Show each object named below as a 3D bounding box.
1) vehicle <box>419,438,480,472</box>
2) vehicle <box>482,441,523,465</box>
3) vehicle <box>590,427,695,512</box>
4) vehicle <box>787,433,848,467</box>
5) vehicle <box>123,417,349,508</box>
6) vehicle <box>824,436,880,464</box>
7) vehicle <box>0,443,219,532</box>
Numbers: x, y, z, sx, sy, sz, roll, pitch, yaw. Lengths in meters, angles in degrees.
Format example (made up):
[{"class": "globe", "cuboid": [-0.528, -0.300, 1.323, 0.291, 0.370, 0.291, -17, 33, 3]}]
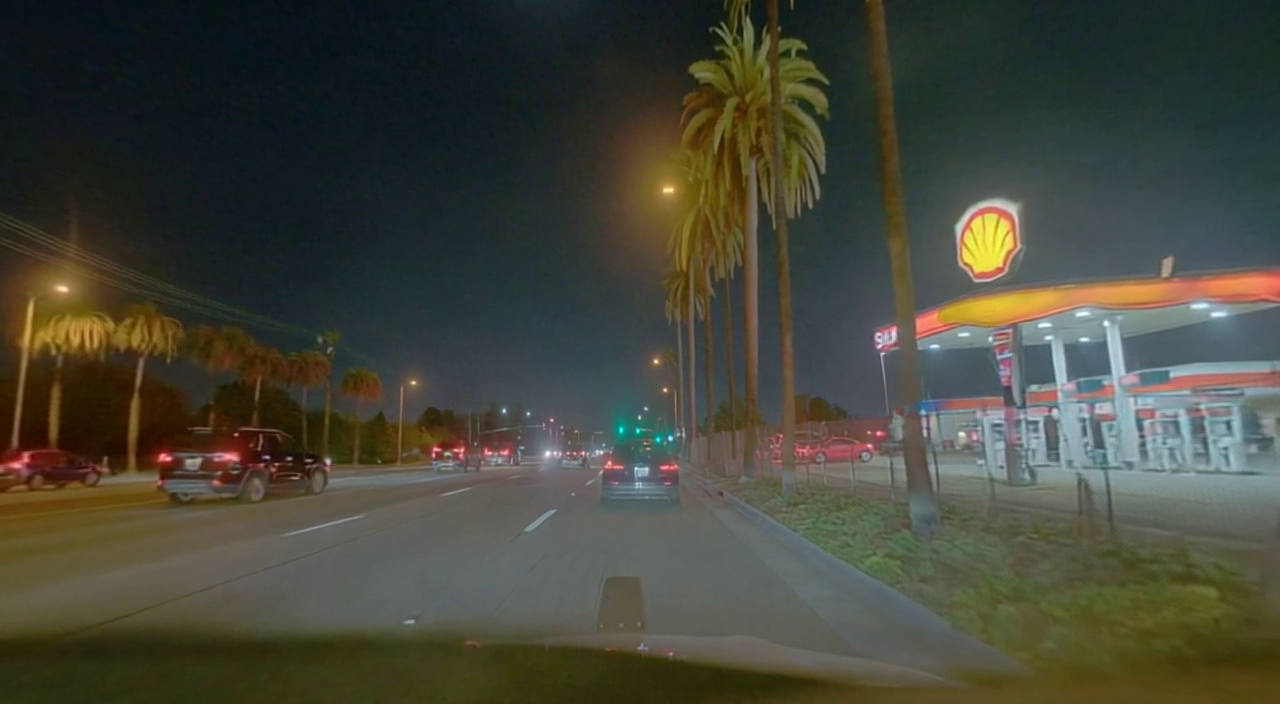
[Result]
[{"class": "vehicle", "cuboid": [-10.579, 5.746, 35.190, 1.965, 1.743, 4.327, 0, -9, 1]}, {"class": "vehicle", "cuboid": [-10.475, 7.752, 48.181, 1.998, 1.731, 4.952, 0, -9, 0]}, {"class": "vehicle", "cuboid": [0.076, 2.680, 14.719, 2.121, 1.710, 3.893, 0, -9, 1]}, {"class": "vehicle", "cuboid": [8.240, 4.497, 28.931, 1.837, 1.416, 3.947, -4, -10, 27]}, {"class": "vehicle", "cuboid": [-9.990, 2.793, 16.295, 2.269, 1.934, 5.350, 0, -9, 0]}, {"class": "vehicle", "cuboid": [12.049, 5.565, 35.885, 1.681, 1.503, 3.781, 0, -8, -3]}, {"class": "vehicle", "cuboid": [-10.021, 2.409, 11.684, 1.924, 1.384, 3.426, 0, -9, 1]}]
